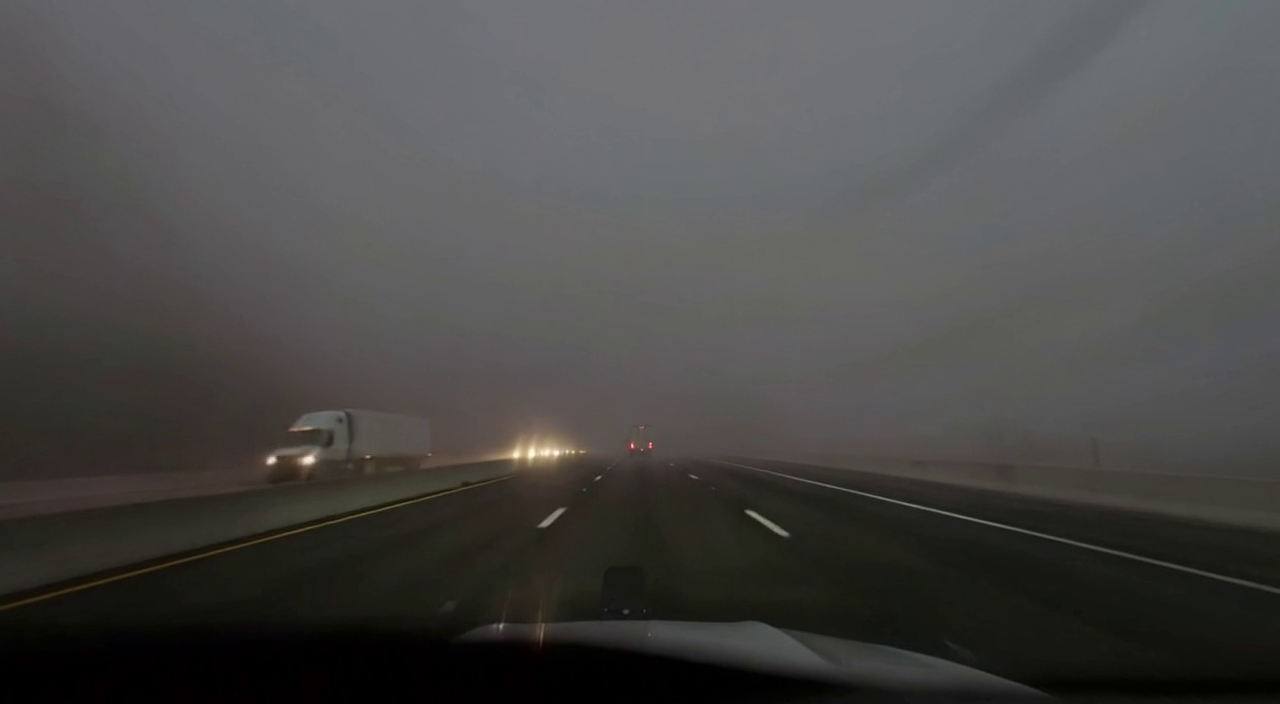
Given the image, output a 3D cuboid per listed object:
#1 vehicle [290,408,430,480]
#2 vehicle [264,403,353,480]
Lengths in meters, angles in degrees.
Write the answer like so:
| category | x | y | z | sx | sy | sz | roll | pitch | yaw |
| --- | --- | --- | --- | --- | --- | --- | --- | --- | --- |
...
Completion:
| category | x | y | z | sx | sy | sz | roll | pitch | yaw |
| --- | --- | --- | --- | --- | --- | --- | --- | --- | --- |
| vehicle | -18.442 | 6.297 | 43.165 | 3.341 | 4.076 | 13.934 | 0 | -8 | -1 |
| vehicle | -18.305 | 4.970 | 34.979 | 2.991 | 4.014 | 3.166 | 0 | -8 | 0 |
